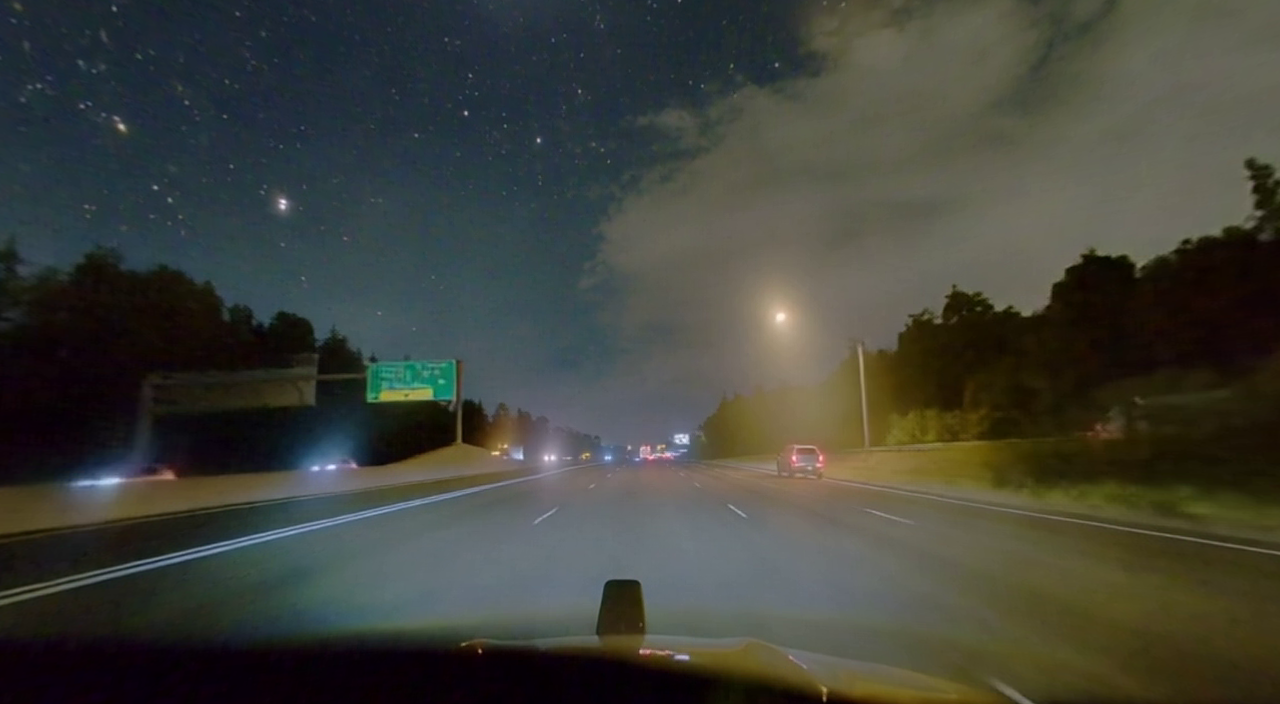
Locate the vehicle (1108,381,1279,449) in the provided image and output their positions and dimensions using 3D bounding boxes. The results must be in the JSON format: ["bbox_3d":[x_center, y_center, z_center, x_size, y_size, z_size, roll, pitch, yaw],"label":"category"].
[{"bbox_3d":[39.011,4.492,42.383,2.876,4.046,13.881,1,-9,-8],"label":"vehicle"}]

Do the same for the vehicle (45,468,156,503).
[{"bbox_3d":[-28.453,7.004,33.434,1.772,1.575,4.542,0,-9,1],"label":"vehicle"}]

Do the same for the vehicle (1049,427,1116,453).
[{"bbox_3d":[33.529,6.719,47.845,2.038,1.823,3.744,1,-9,-9],"label":"vehicle"}]
